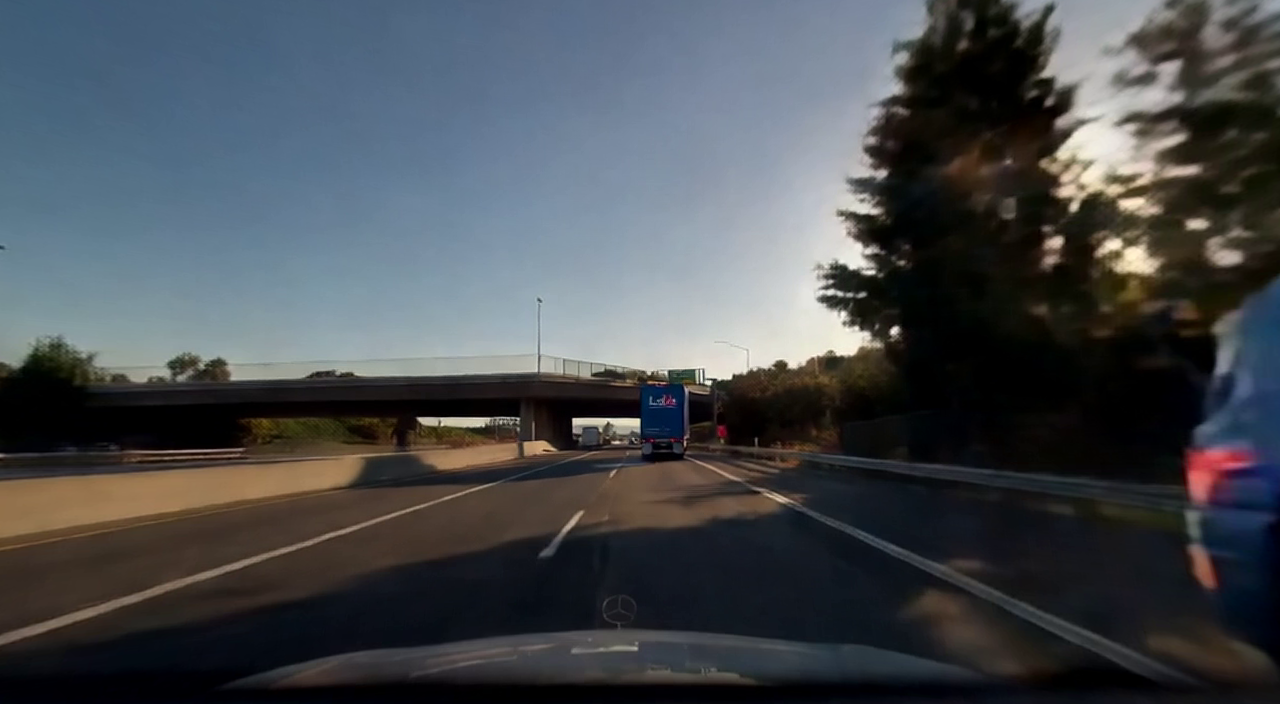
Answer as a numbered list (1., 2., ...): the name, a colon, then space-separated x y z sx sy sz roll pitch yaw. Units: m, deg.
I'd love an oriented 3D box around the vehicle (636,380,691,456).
1. vehicle: 1.381 4.681 42.513 3.034 4.194 14.704 0 -8 1
